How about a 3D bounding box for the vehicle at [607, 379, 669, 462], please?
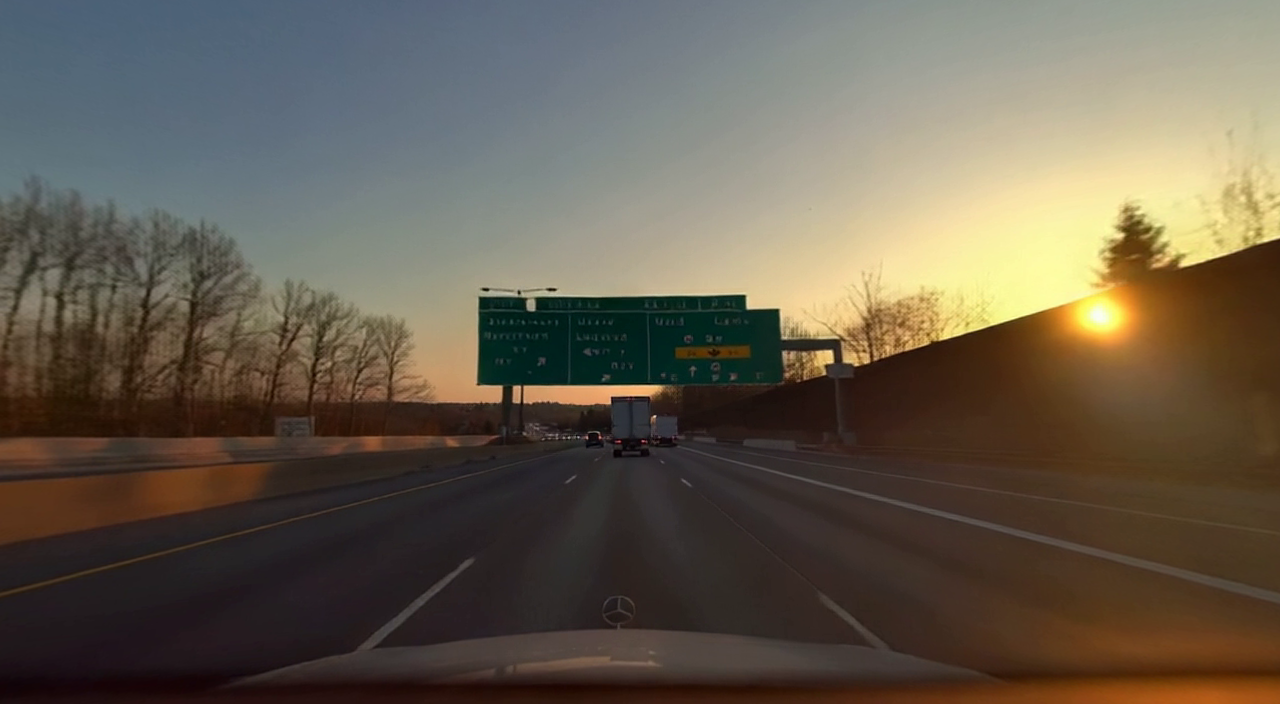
[{"bbox_3d":[-0.179,4.358,38.286,2.965,3.972,16.689,0,-8,-1],"label":"vehicle"}]
